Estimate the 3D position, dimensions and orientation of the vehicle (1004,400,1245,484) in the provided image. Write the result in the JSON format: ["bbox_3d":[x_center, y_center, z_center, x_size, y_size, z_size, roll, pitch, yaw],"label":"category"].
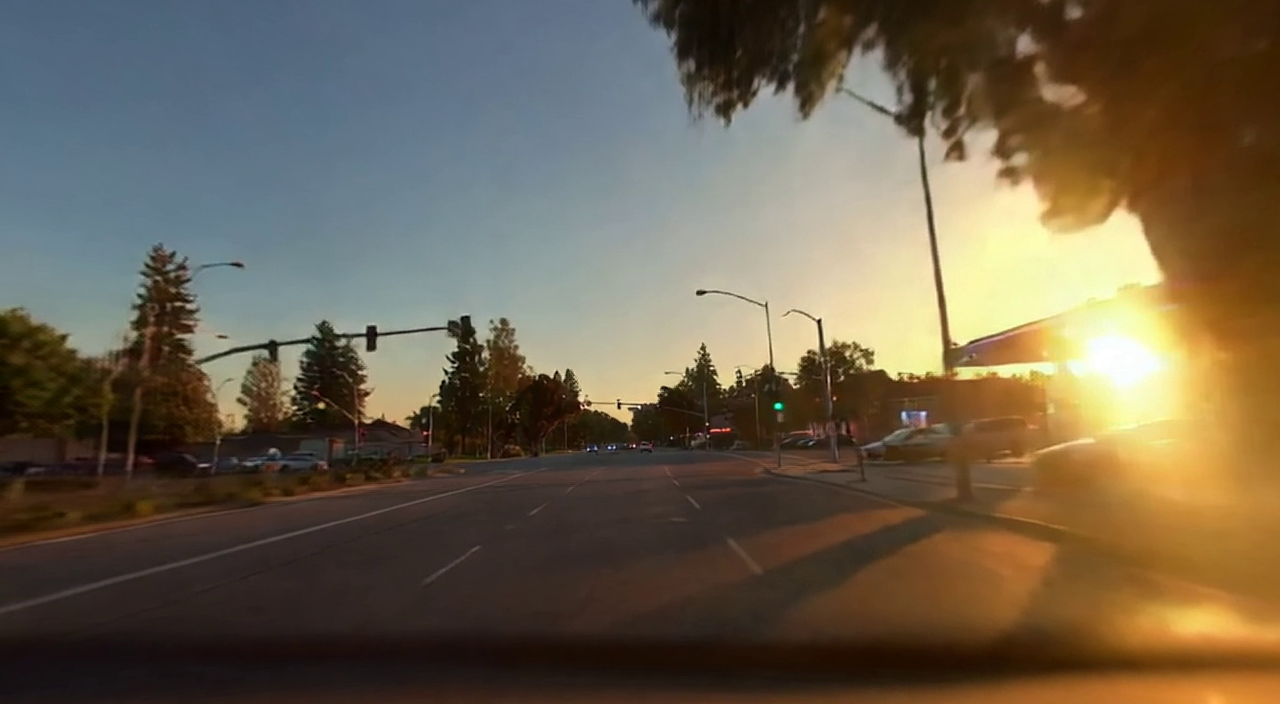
[{"bbox_3d":[13.302,2.499,17.591,4.821,1.788,2.132,-5,-7,1],"label":"vehicle"}]

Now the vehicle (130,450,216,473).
[{"bbox_3d":[-35.420,8.317,47.908,4.774,1.672,1.936,1,-8,-6],"label":"vehicle"}]

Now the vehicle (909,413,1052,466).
[{"bbox_3d":[13.487,3.524,25.255,4.454,1.990,2.124,-1,-8,6],"label":"vehicle"}]
